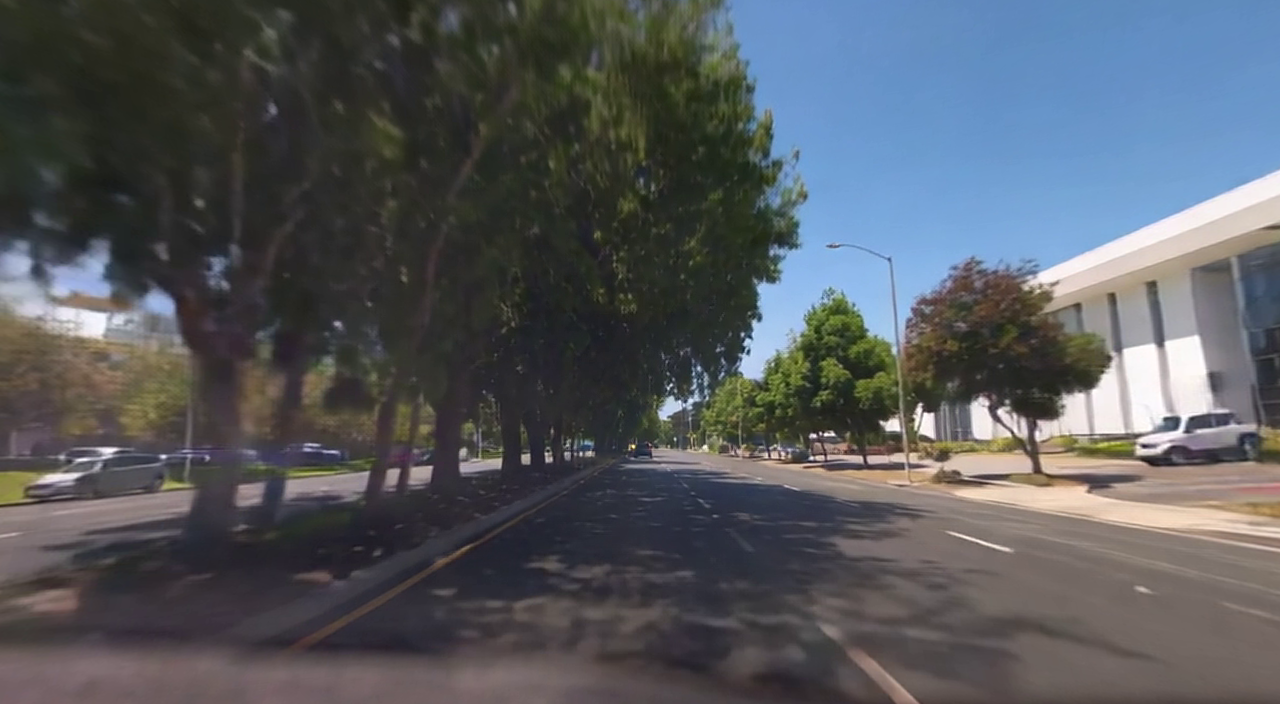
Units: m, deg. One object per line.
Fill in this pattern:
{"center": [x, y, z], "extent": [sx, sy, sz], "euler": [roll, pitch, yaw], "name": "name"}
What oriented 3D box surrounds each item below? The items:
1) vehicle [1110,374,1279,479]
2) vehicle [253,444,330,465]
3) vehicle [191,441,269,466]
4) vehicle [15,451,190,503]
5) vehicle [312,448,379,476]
{"center": [21.813, 2.882, 23.650], "extent": [3.006, 3.375, 6.598], "euler": [0, -9, -2], "name": "vehicle"}
{"center": [-26.283, 7.773, 47.673], "extent": [4.613, 1.504, 1.876], "euler": [1, -9, -7], "name": "vehicle"}
{"center": [-27.309, 6.764, 42.096], "extent": [3.882, 1.599, 1.725], "euler": [1, -9, -4], "name": "vehicle"}
{"center": [-19.045, 4.409, 22.730], "extent": [1.814, 1.577, 5.024], "euler": [0, -9, 1], "name": "vehicle"}
{"center": [-18.690, 6.998, 40.269], "extent": [1.964, 1.618, 4.622], "euler": [0, -8, 1], "name": "vehicle"}
